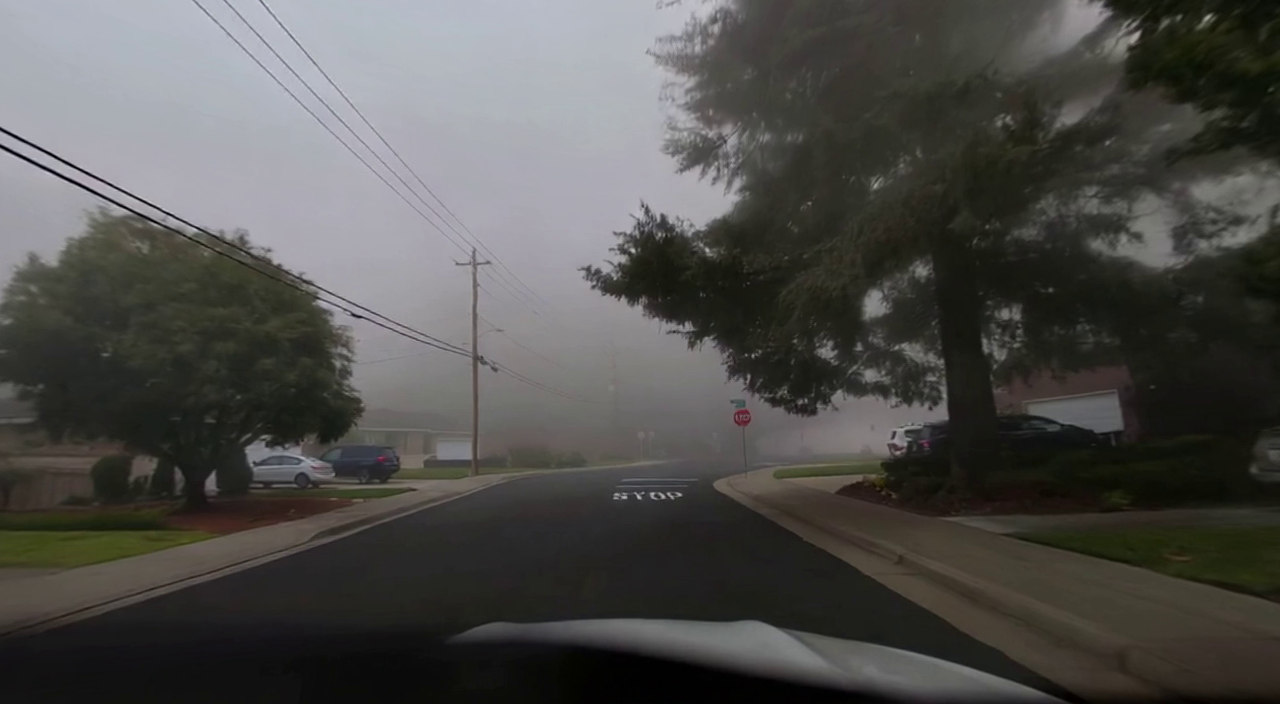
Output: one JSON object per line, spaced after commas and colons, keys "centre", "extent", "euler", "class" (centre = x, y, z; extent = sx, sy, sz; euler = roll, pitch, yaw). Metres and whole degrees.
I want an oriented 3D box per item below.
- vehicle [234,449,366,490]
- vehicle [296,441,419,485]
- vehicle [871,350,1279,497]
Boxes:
{"centre": [-13.292, 4.603, 24.882], "extent": [4.103, 1.498, 1.909], "euler": [0, -9, 2], "class": "vehicle"}
{"centre": [-12.472, 4.922, 28.126], "extent": [4.484, 1.852, 2.009], "euler": [0, -9, -1], "class": "vehicle"}
{"centre": [10.798, 1.806, 15.612], "extent": [8.828, 3.111, 3.352], "euler": [1, -8, 0], "class": "vehicle"}
